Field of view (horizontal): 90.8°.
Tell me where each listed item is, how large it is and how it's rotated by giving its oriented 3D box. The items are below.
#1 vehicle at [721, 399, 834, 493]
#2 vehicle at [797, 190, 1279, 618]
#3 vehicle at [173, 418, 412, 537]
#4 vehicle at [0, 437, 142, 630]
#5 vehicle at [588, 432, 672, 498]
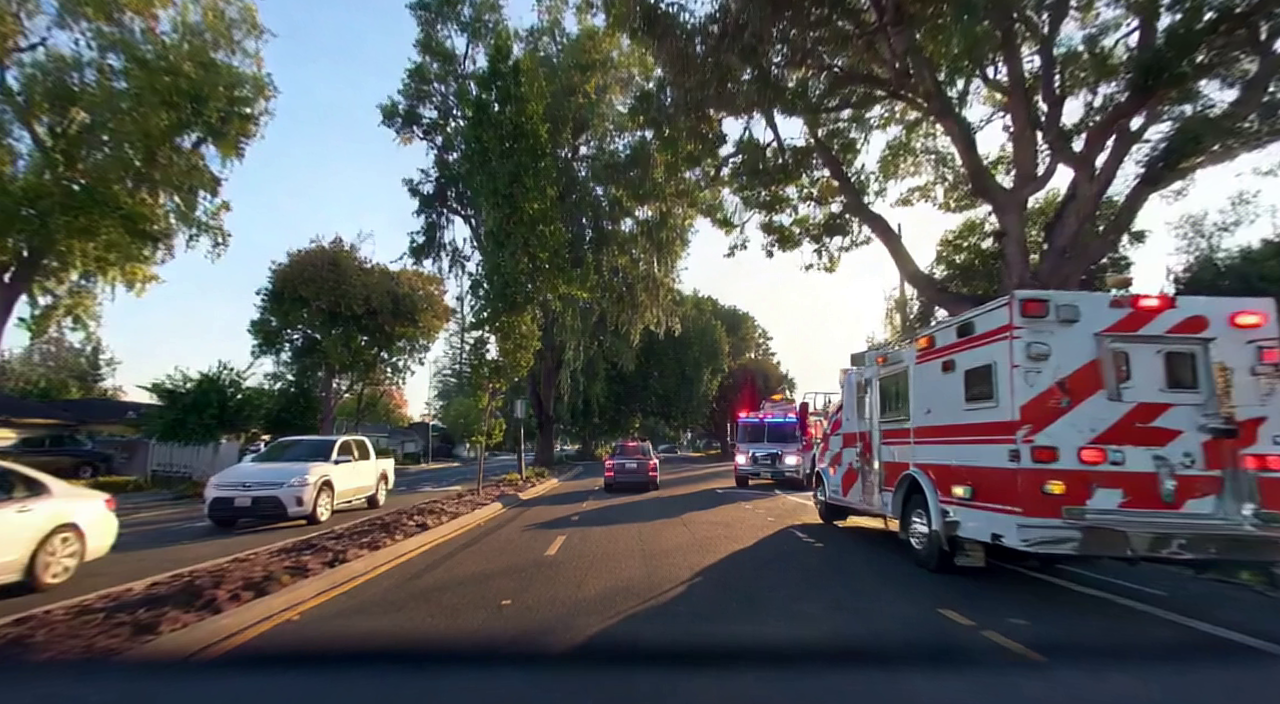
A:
[{"bbox_3d":[5.126,3.403,22.794,2.654,2.824,5.794,-7,-10,23],"label":"vehicle"},{"bbox_3d":[5.160,1.121,9.448,2.885,3.246,9.408,0,-10,-2],"label":"vehicle"},{"bbox_3d":[-6.434,2.365,12.597,2.165,1.876,4.903,0,-8,-3],"label":"vehicle"},{"bbox_3d":[-5.861,1.240,3.837,1.969,1.457,4.532,0,-8,0],"label":"vehicle"},{"bbox_3d":[-0.206,3.115,17.780,2.106,1.655,3.717,0,-8,1],"label":"vehicle"}]
